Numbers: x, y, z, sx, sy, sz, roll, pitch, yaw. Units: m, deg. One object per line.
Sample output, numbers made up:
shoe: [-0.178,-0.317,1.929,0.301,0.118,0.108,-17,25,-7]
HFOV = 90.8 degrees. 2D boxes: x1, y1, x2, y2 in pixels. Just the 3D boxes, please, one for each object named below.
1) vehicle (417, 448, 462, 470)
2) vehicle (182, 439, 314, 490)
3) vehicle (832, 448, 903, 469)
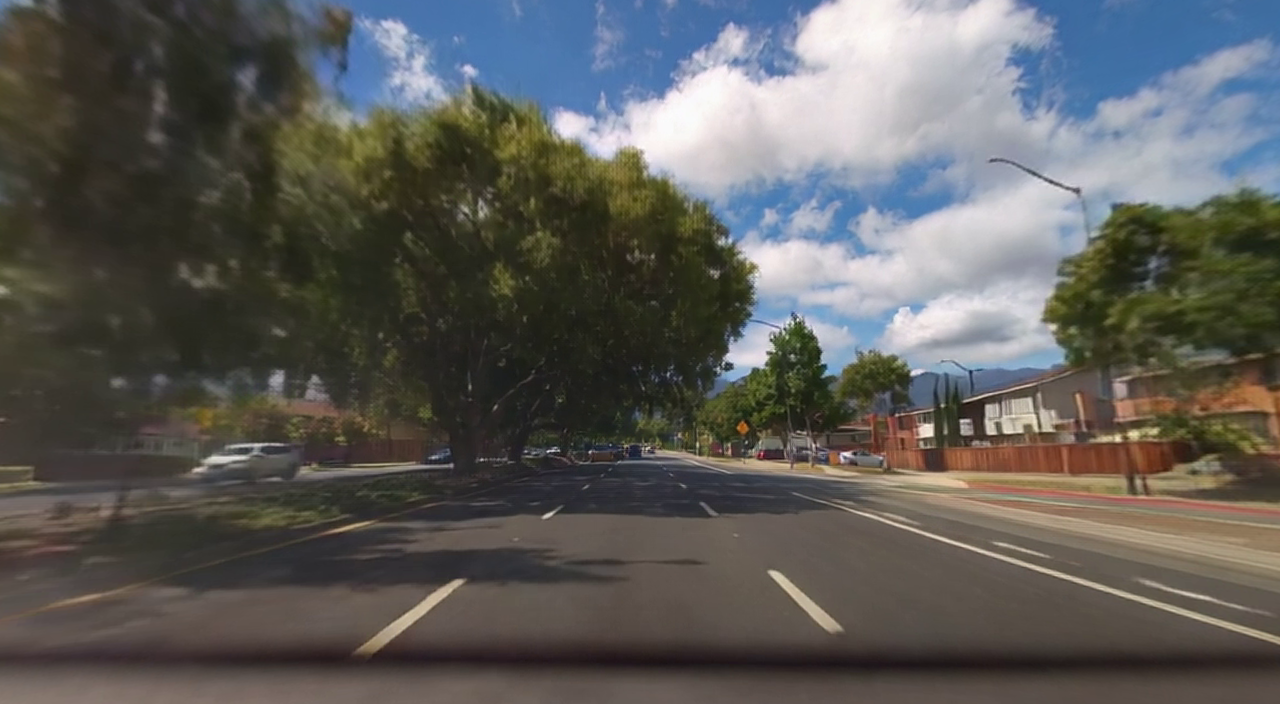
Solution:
vehicle: [-14.768,7.922,46.825,1.929,1.506,4.125,0,-9,1]
vehicle: [-15.077,4.337,24.714,1.999,1.773,4.851,0,-9,1]
vehicle: [16.124,7.539,45.037,1.826,1.420,4.533,5,-10,-31]
